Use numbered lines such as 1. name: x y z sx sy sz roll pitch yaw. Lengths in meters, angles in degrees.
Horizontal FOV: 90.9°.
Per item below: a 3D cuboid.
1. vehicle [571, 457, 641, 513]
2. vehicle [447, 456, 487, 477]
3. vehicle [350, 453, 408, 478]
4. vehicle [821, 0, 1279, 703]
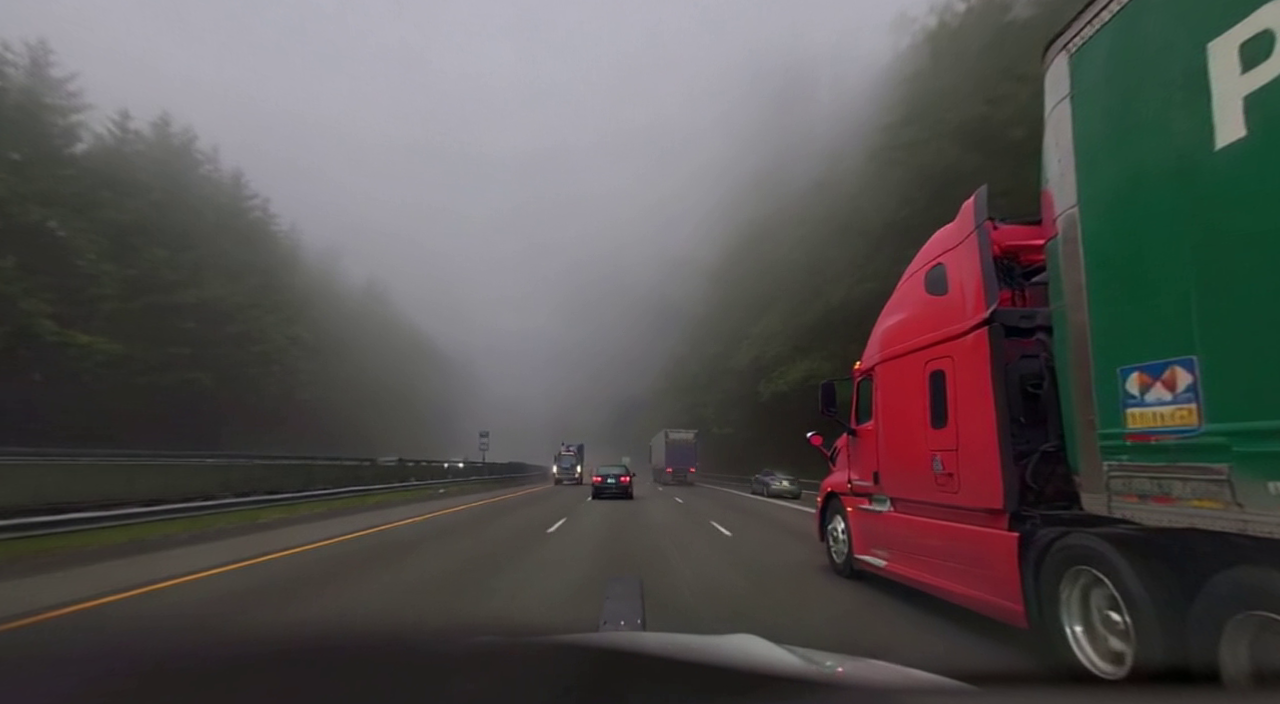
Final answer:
1. vehicle: -1.045 4.334 20.975 2.010 1.580 4.949 1 -10 -1
2. vehicle: -13.630 9.058 49.946 2.009 1.548 4.603 1 -10 -2
3. vehicle: -17.021 7.436 41.358 1.919 1.504 4.638 1 -10 -1
4. vehicle: 3.933 -0.272 1.298 2.856 4.040 14.009 1 -10 0
